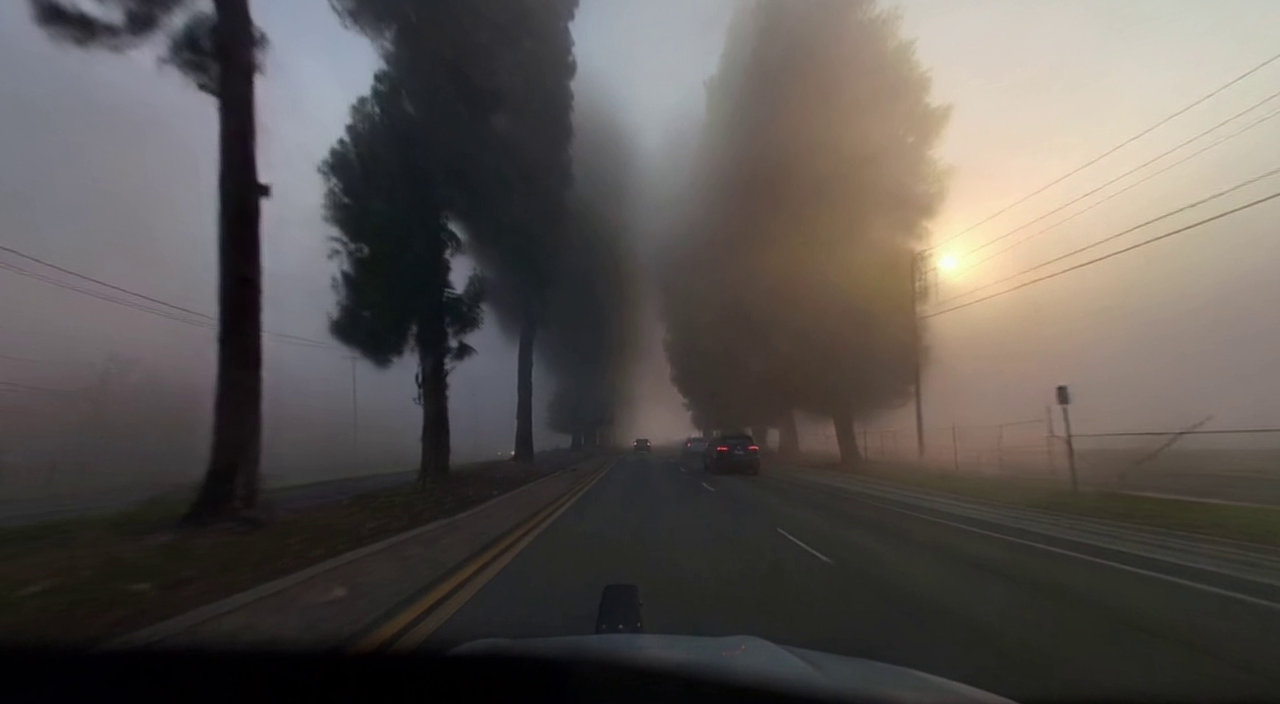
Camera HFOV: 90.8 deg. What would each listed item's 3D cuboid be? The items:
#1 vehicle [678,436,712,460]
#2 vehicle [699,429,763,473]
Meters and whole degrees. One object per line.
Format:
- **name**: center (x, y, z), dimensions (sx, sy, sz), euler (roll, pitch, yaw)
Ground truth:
- **vehicle**: center (3.872, 6.844, 45.115), dimensions (2.012, 1.653, 4.115), euler (0, -8, 0)
- **vehicle**: center (4.000, 4.456, 28.596), dimensions (2.112, 1.825, 4.574), euler (0, -8, -1)
